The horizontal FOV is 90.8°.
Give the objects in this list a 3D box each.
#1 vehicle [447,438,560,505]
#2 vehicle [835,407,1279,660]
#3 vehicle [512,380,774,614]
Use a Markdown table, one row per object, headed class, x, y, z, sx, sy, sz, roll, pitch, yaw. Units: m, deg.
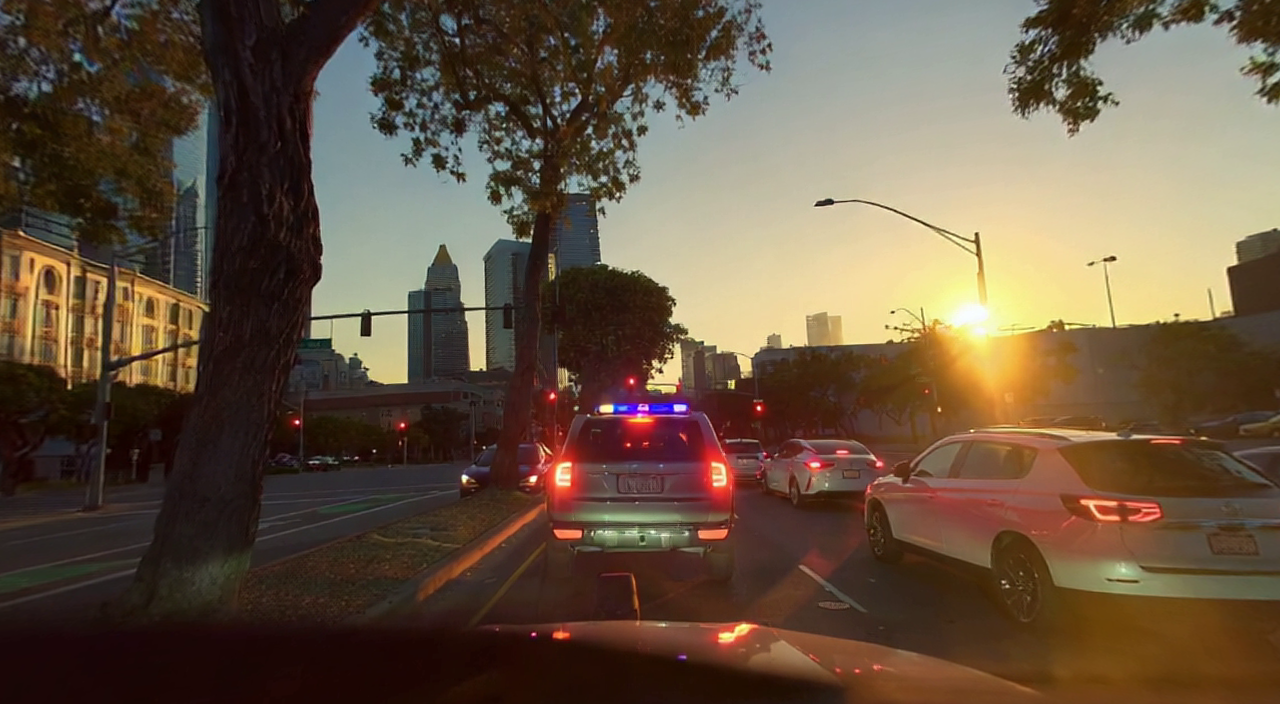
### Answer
| class | x | y | z | sx | sy | sz | roll | pitch | yaw |
| --- | --- | --- | --- | --- | --- | --- | --- | --- | --- |
| vehicle | -3.304 | 2.985 | 16.212 | 1.913 | 1.464 | 4.276 | 0 | -8 | 0 |
| vehicle | 3.644 | 1.410 | 6.080 | 1.995 | 1.483 | 4.533 | 0 | -8 | -1 |
| vehicle | -0.028 | 1.460 | 7.275 | 2.038 | 1.819 | 4.505 | 0 | -8 | -1 |
